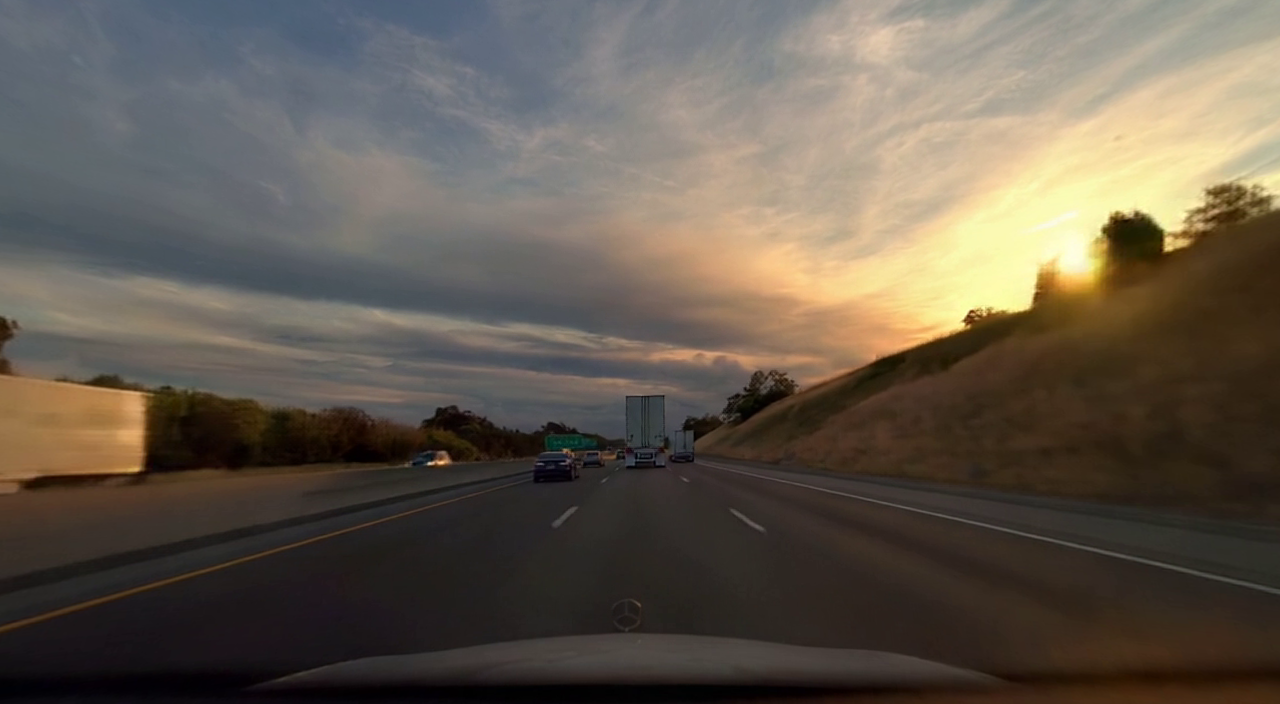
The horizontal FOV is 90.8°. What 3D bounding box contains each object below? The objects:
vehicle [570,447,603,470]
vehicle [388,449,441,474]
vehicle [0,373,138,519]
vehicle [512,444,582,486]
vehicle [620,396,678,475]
[{"bbox_3d":[-3.737,7.513,44.876,2.051,1.537,4.111,0,-9,-1],"label":"vehicle"},{"bbox_3d":[-15.485,7.531,43.592,1.964,1.637,4.391,0,-9,0],"label":"vehicle"},{"bbox_3d":[-19.550,2.253,15.200,2.924,4.077,14.552,0,-9,0],"label":"vehicle"},{"bbox_3d":[-3.593,4.446,25.220,2.053,1.489,4.740,0,-9,0],"label":"vehicle"},{"bbox_3d":[0.414,5.103,37.928,2.919,4.048,11.010,0,-9,0],"label":"vehicle"}]
